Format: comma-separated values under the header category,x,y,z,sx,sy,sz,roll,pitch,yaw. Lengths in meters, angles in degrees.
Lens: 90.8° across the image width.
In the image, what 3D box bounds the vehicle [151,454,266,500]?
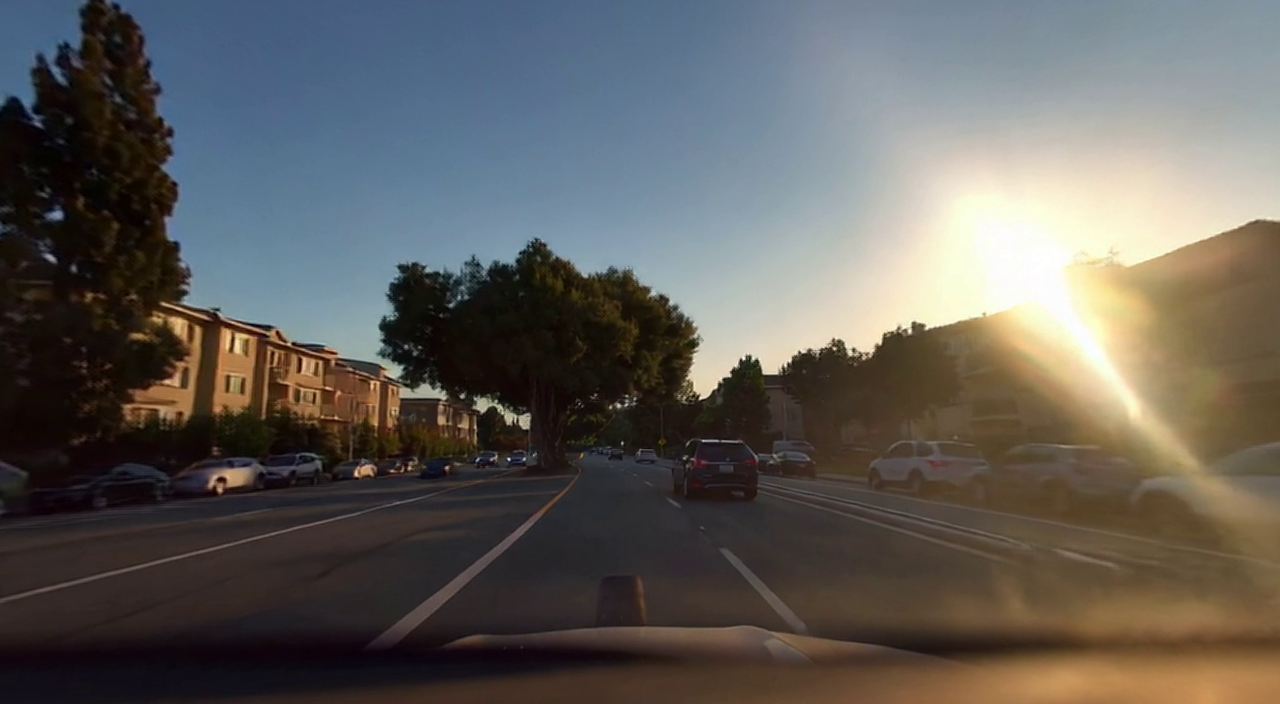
category,x,y,z,sx,sy,sz,roll,pitch,yaw
vehicle,-18.394,5.321,27.275,1.871,1.712,4.710,1,-9,-4

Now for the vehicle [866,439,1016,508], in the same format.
category,x,y,z,sx,sy,sz,roll,pitch,yaw
vehicle,9.179,3.711,19.864,2.052,1.853,4.886,1,-9,-4

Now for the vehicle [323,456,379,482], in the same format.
category,x,y,z,sx,sy,sz,roll,pitch,yaw
vehicle,-20.162,8.173,44.289,1.979,1.489,4.902,0,-8,-5

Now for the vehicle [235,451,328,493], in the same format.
category,x,y,z,sx,sy,sz,roll,pitch,yaw
vehicle,-18.625,6.220,33.159,2.182,1.840,5.105,-1,-8,-3

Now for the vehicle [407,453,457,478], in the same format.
category,x,y,z,sx,sy,sz,roll,pitch,yaw
vehicle,-13.190,7.220,40.356,1.895,1.458,4.512,0,-9,-3

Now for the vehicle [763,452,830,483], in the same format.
category,x,y,z,sx,sy,sz,roll,pitch,yaw
vehicle,8.216,6.077,33.673,1.936,1.485,5.111,1,-9,-5

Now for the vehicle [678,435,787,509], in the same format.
category,x,y,z,sx,sy,sz,roll,pitch,yaw
vehicle,2.375,3.227,17.510,2.085,1.763,4.490,1,-9,-4

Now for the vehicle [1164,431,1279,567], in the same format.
category,x,y,z,sx,sy,sz,roll,pitch,yaw
vehicle,9.503,1.811,7.535,2.186,1.750,4.805,1,-9,-3

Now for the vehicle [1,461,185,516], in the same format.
category,x,y,z,sx,sy,sz,roll,pitch,yaw
vehicle,-18.159,4.508,21.414,1.903,1.517,4.965,0,-9,-2

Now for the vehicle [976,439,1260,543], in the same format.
category,x,y,z,sx,sy,sz,roll,pitch,yaw
vehicle,9.440,2.727,13.202,2.032,1.732,4.780,0,-9,-3
